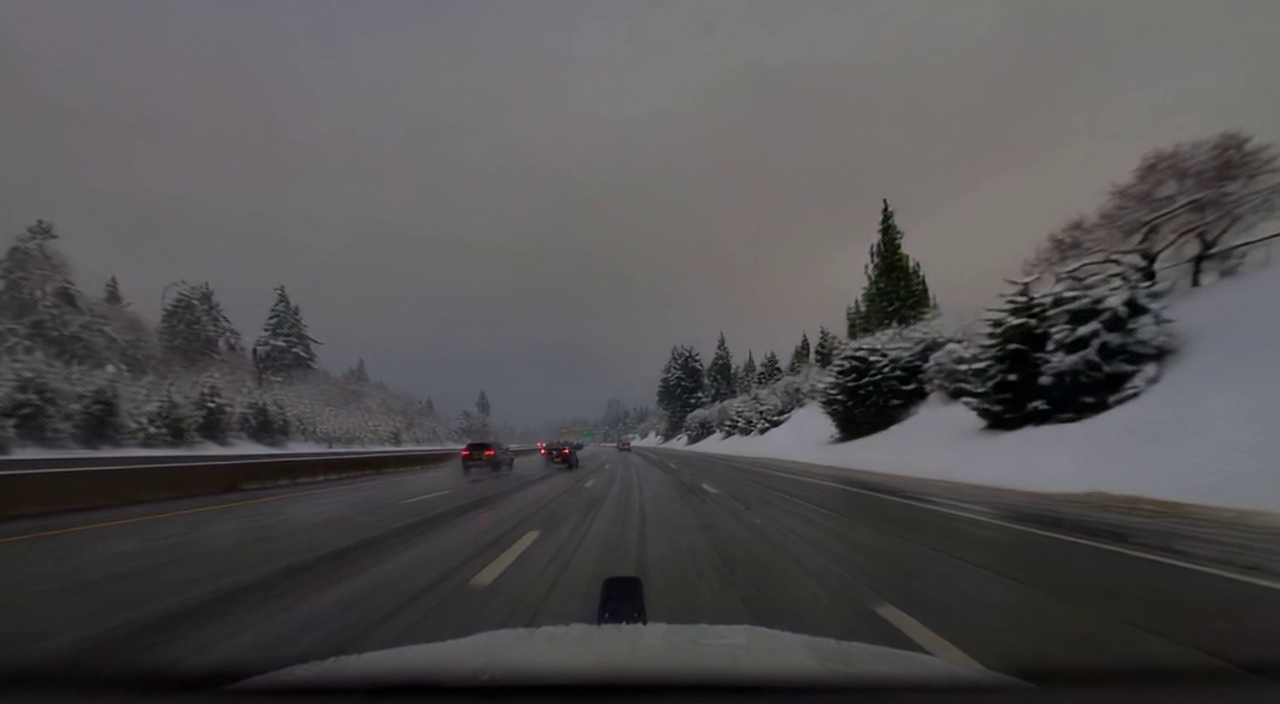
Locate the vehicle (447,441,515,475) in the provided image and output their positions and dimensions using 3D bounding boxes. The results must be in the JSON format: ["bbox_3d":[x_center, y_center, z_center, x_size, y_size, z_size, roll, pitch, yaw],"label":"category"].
[{"bbox_3d":[-7.523,5.061,30.367,2.038,1.463,4.656,0,-8,0],"label":"vehicle"}]

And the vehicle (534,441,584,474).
[{"bbox_3d":[-3.879,5.129,30.928,1.936,1.465,4.060,0,-8,0],"label":"vehicle"}]
